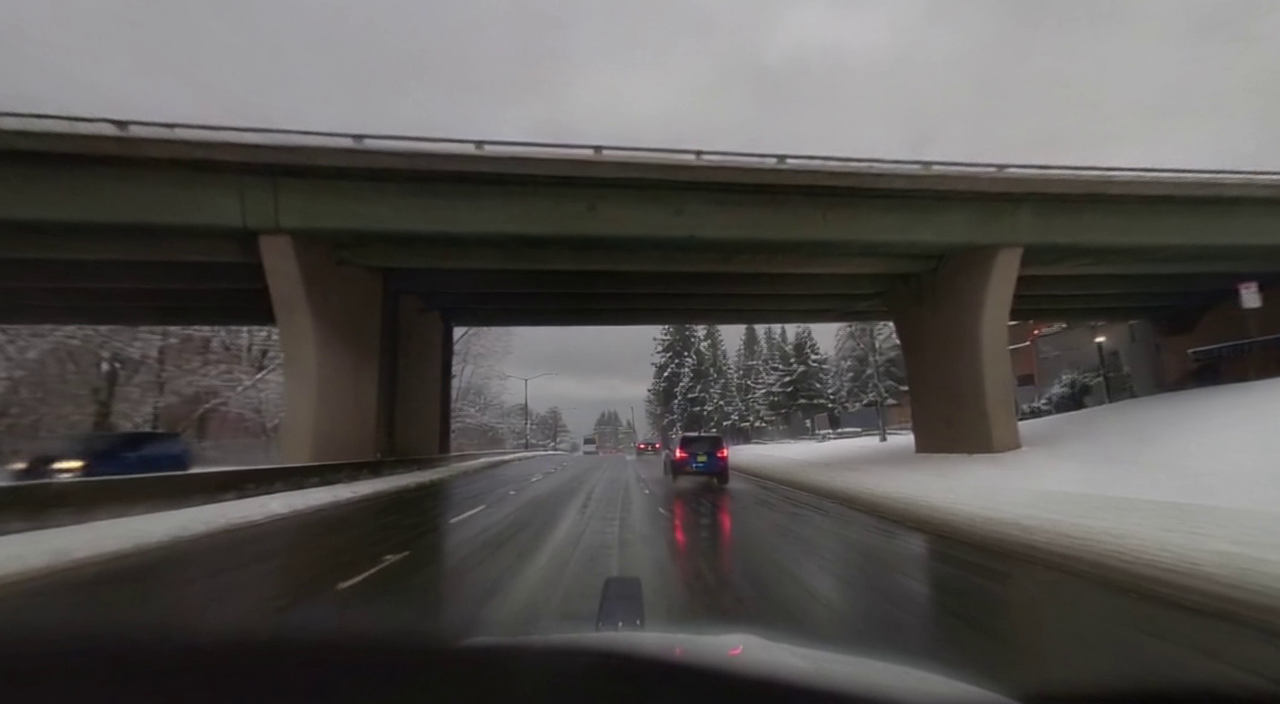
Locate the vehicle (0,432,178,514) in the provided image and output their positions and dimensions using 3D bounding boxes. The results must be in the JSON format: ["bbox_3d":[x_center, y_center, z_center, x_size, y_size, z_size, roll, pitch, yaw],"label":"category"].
[{"bbox_3d":[-13.968,2.861,15.373,2.052,1.690,4.458,0,-9,-2],"label":"vehicle"}]

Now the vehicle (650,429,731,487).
[{"bbox_3d":[1.561,3.521,21.191,2.110,1.712,4.489,0,-9,-3],"label":"vehicle"}]

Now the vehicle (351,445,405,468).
[{"bbox_3d":[-18.707,7.486,45.250,1.980,1.517,4.690,0,-9,-2],"label":"vehicle"}]

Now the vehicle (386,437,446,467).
[{"bbox_3d":[-14.783,6.638,41.934,2.093,1.806,5.466,0,-9,-2],"label":"vehicle"}]
